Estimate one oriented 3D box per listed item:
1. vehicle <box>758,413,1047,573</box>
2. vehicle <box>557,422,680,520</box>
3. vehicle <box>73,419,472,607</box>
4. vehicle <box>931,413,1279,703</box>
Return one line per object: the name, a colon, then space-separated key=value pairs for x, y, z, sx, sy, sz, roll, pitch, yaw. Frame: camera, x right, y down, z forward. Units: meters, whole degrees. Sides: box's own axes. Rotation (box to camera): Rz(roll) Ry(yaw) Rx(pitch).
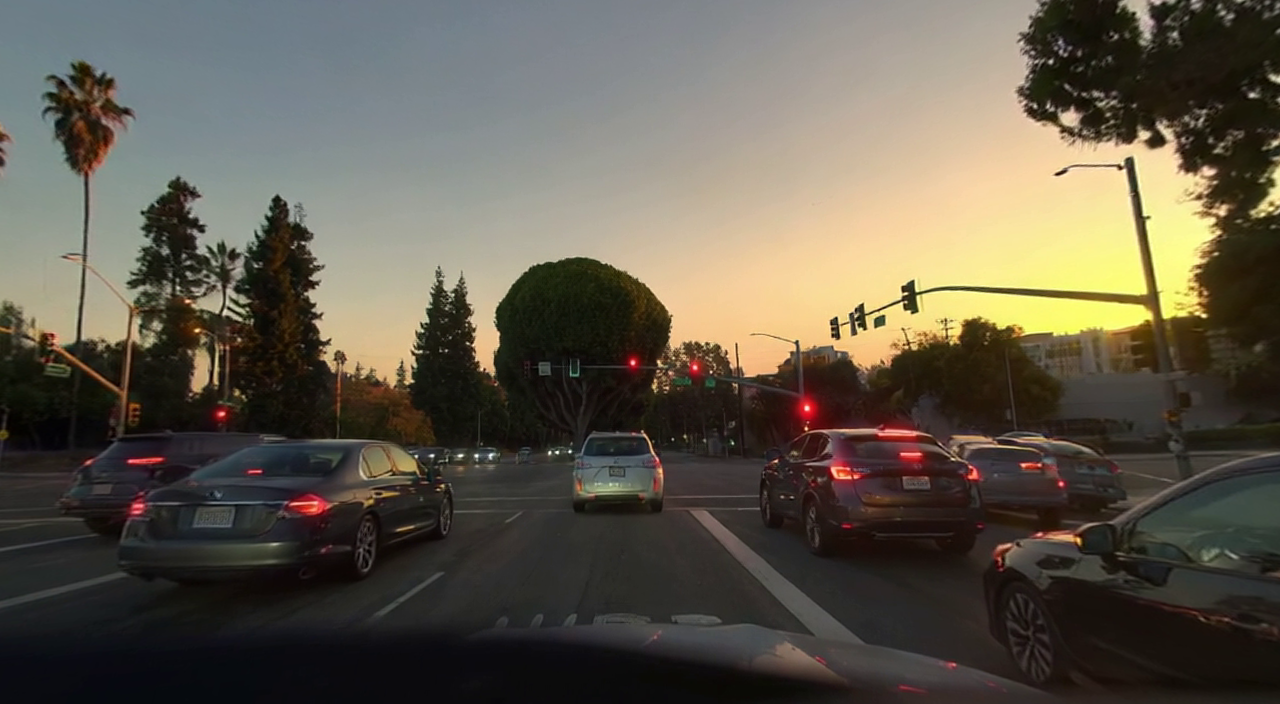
vehicle: x=3.284 y=1.852 z=9.134 sx=2.097 sy=1.707 sz=4.461 roll=0 pitch=-8 yaw=-2
vehicle: x=-0.399 y=2.445 z=13.407 sx=2.215 sy=1.749 sz=3.976 roll=0 pitch=-8 yaw=0
vehicle: x=-3.540 y=1.613 z=7.305 sx=1.941 sy=1.492 sz=4.399 roll=0 pitch=-8 yaw=1
vehicle: x=3.249 y=1.005 z=2.606 sx=1.960 sy=1.460 sz=4.233 roll=0 pitch=-8 yaw=-2
